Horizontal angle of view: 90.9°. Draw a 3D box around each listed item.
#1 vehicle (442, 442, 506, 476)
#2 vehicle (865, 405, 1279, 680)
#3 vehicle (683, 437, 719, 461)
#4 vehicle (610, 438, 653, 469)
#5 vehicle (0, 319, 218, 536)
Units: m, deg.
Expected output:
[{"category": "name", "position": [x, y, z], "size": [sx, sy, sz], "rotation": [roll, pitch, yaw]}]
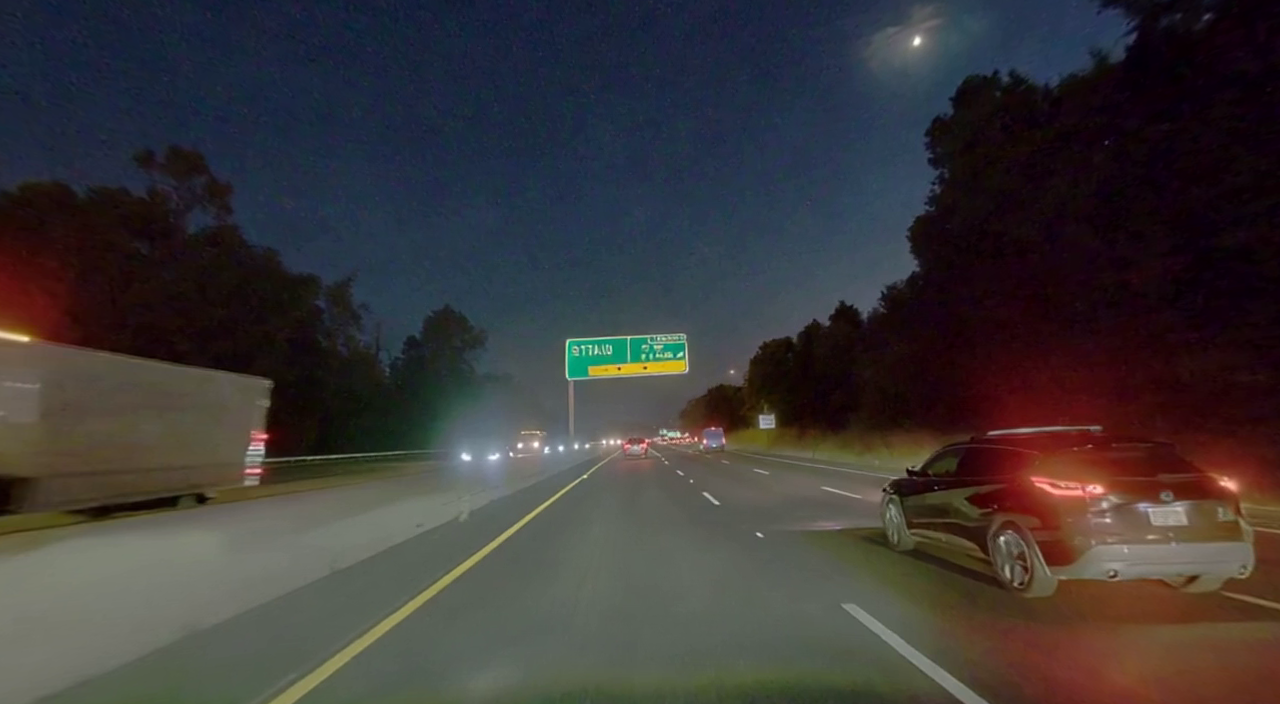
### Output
[{"category": "vehicle", "position": [-7.750, 5.016, 29.903], "size": [1.897, 1.451, 4.137], "rotation": [0, -8, 0]}, {"category": "vehicle", "position": [3.995, 1.370, 5.904], "size": [1.961, 1.495, 4.743], "rotation": [0, -8, -1]}, {"category": "vehicle", "position": [4.224, 6.713, 43.928], "size": [1.995, 1.556, 3.893], "rotation": [0, -8, -2]}, {"category": "vehicle", "position": [-0.458, 5.211, 32.780], "size": [2.055, 1.466, 4.317], "rotation": [0, -8, -1]}, {"category": "vehicle", "position": [-11.675, 1.387, 11.389], "size": [2.726, 3.457, 7.709], "rotation": [0, -8, 0]}]
